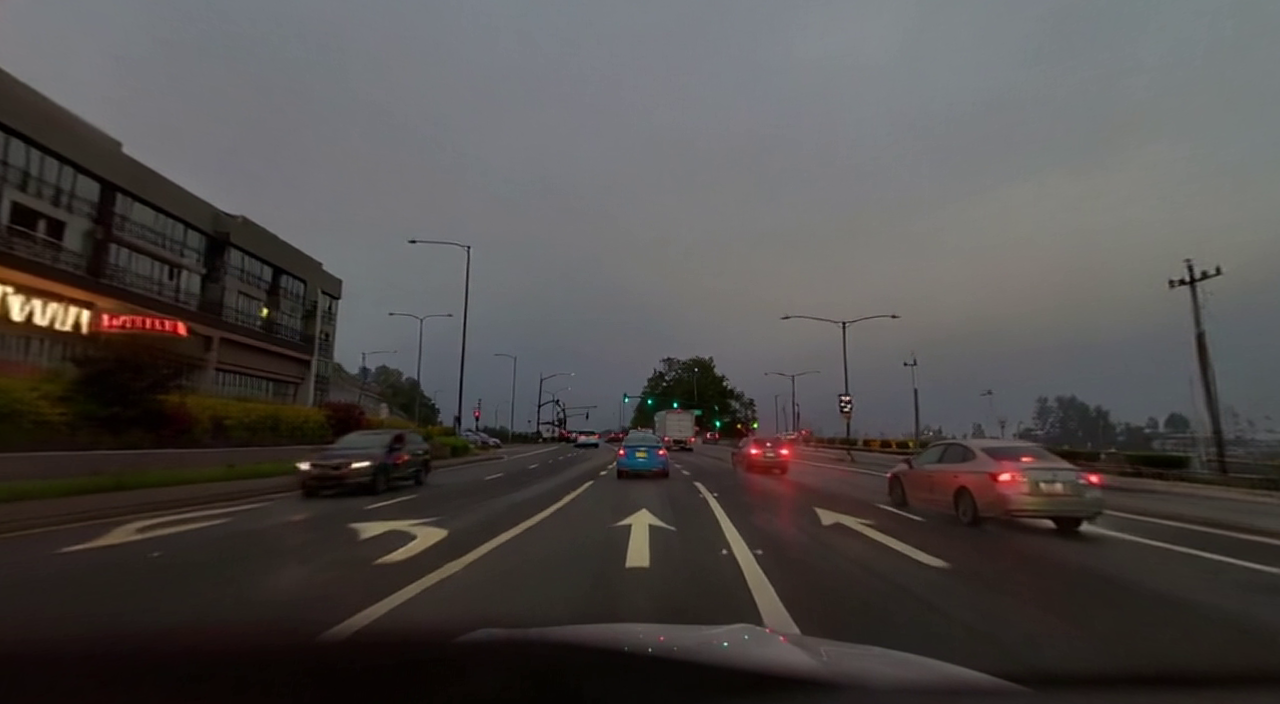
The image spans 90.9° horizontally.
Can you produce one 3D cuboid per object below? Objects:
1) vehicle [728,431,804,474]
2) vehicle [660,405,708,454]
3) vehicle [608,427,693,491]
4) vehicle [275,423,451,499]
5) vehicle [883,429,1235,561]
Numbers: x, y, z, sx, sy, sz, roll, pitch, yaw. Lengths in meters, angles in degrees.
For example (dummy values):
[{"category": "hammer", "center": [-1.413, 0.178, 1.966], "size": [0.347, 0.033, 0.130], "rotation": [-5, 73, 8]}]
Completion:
[{"category": "vehicle", "center": [4.651, 3.746, 23.785], "size": [1.889, 1.480, 3.876], "rotation": [1, -8, -3]}, {"category": "vehicle", "center": [3.242, 5.986, 48.354], "size": [2.917, 3.482, 6.946], "rotation": [0, -8, -2]}, {"category": "vehicle", "center": [0.279, 2.734, 16.517], "size": [1.991, 1.472, 3.518], "rotation": [0, -8, 1]}, {"category": "vehicle", "center": [-6.198, 2.466, 14.815], "size": [1.980, 1.499, 4.417], "rotation": [0, -8, 2]}, {"category": "vehicle", "center": [5.564, 1.901, 9.423], "size": [2.081, 1.434, 4.833], "rotation": [0, -8, 2]}]
